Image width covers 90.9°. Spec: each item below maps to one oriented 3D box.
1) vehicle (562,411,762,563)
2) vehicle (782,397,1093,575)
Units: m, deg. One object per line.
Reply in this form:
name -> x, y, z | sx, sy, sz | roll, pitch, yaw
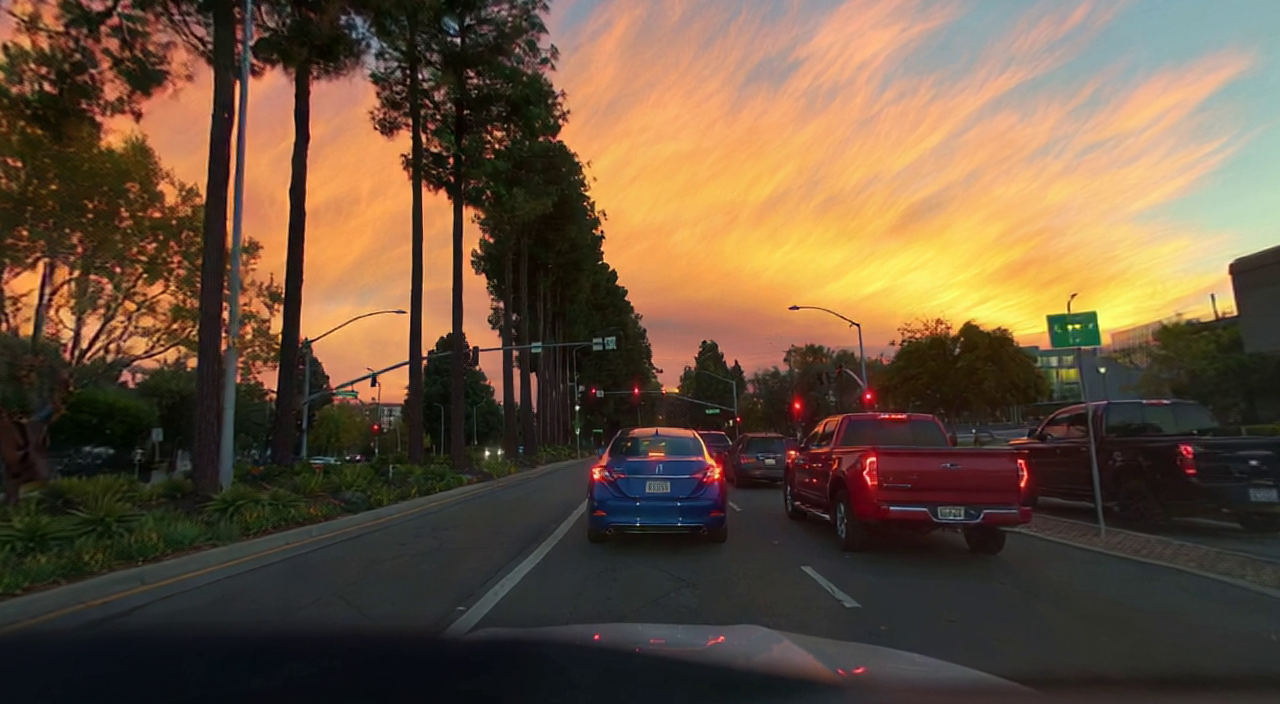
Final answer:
vehicle -> 0.245, 1.775, 8.964 | 2.168, 1.641, 4.039 | 0, -8, 0
vehicle -> 3.391, 1.631, 8.377 | 2.099, 1.725, 4.290 | 0, -8, 1
